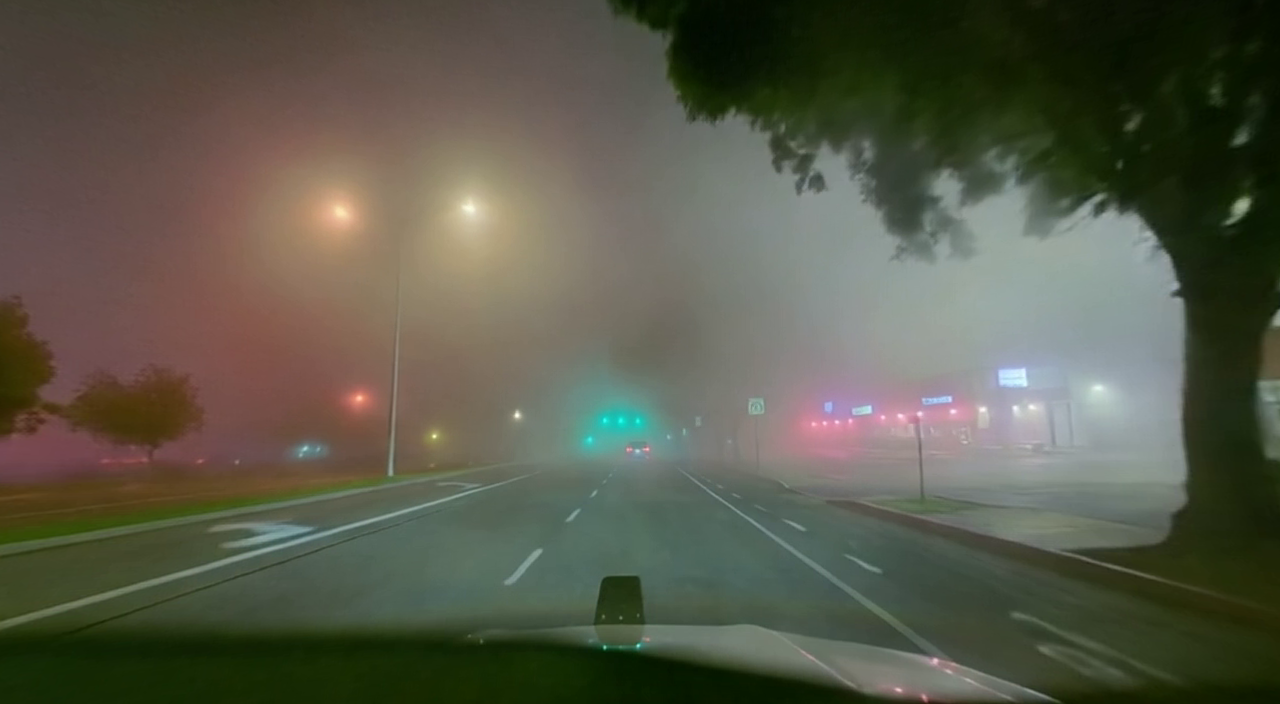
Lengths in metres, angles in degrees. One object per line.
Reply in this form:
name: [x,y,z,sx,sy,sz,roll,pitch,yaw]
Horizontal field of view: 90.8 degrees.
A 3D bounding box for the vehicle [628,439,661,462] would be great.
vehicle: [0.249,6.604,42.388,2.115,1.461,3.976,0,-8,-1]
